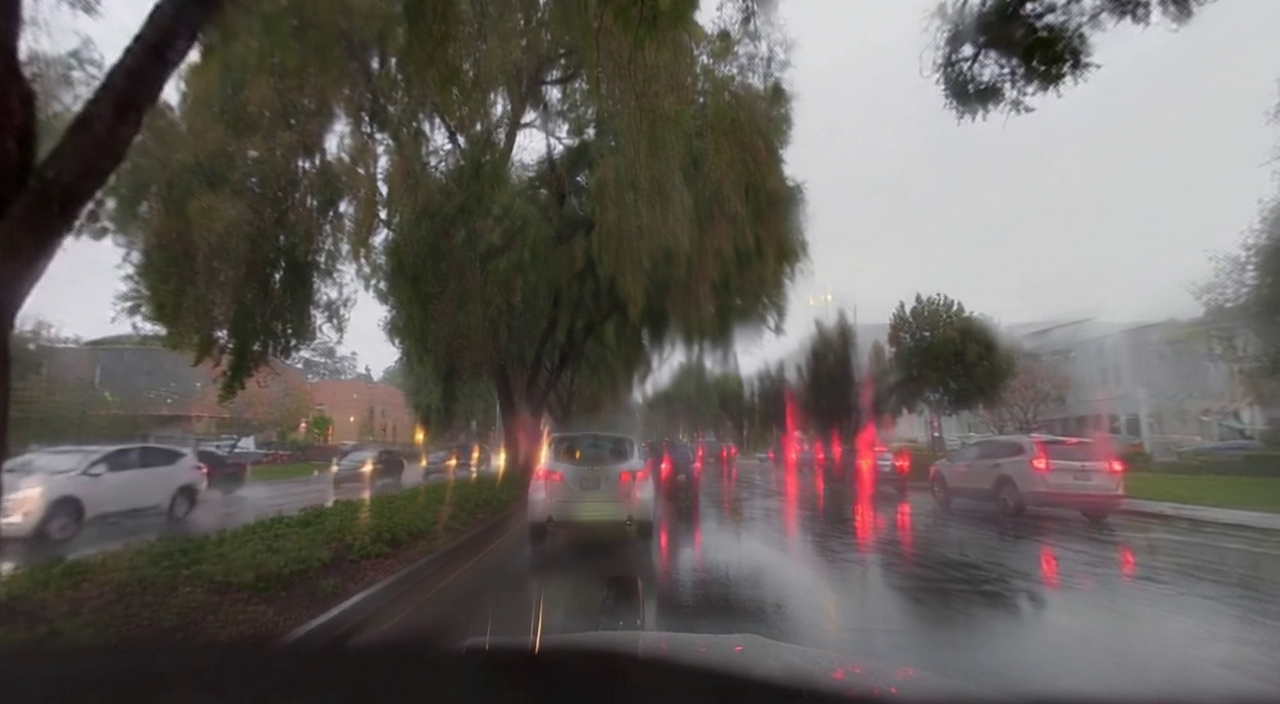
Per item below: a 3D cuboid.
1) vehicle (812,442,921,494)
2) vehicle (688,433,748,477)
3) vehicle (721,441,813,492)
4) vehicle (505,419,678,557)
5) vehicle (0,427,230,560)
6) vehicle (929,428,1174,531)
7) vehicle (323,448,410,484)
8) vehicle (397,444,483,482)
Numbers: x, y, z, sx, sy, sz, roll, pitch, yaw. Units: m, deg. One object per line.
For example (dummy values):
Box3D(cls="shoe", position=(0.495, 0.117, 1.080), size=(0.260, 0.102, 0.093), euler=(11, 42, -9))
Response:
Box3D(cls="vehicle", position=(7.242, 3.736, 20.760), size=(1.977, 1.485, 4.308), euler=(0, -8, 0))
Box3D(cls="vehicle", position=(3.516, 4.709, 29.224), size=(2.114, 1.846, 4.659), euler=(0, -8, -1))
Box3D(cls="vehicle", position=(3.993, 3.675, 20.757), size=(2.175, 1.477, 4.520), euler=(0, -8, 1))
Box3D(cls="vehicle", position=(-0.728, 1.934, 9.639), size=(2.106, 1.655, 3.717), euler=(1, -8, -5))
Box3D(cls="vehicle", position=(-8.879, 2.091, 10.074), size=(1.920, 1.663, 4.036), euler=(0, -8, 0))
Box3D(cls="vehicle", position=(7.866, 2.449, 12.757), size=(2.168, 1.709, 4.289), euler=(0, -8, 2))
Box3D(cls="vehicle", position=(-11.926, 4.991, 27.947), size=(1.866, 1.404, 4.507), euler=(0, -8, 0))
Box3D(cls="vehicle", position=(-8.284, 4.617, 26.640), size=(2.039, 1.466, 4.553), euler=(0, -8, 1))
